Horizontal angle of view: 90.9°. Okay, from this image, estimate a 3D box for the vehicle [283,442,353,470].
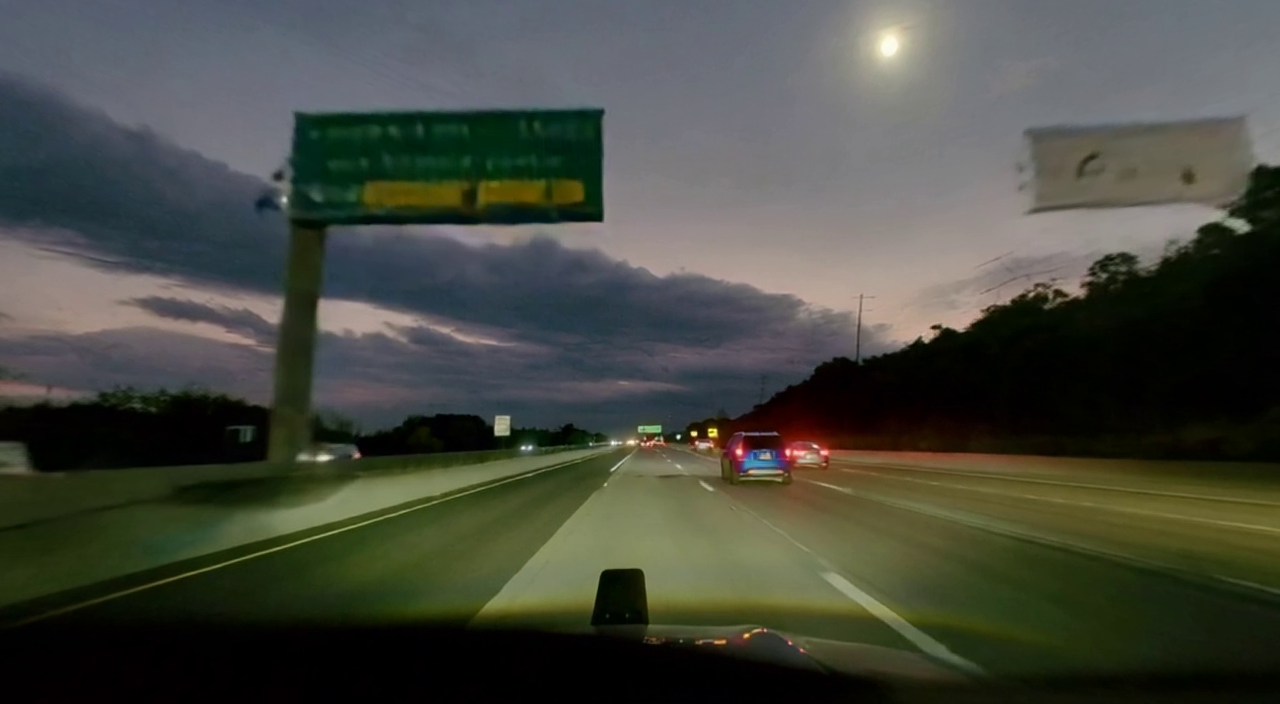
[{"bbox_3d":[-19.657,6.345,38.769,2.037,1.612,4.332,0,-8,0],"label":"vehicle"}]

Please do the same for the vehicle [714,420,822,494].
[{"bbox_3d":[3.457,2.934,17.982,2.120,1.832,4.287,0,-8,0],"label":"vehicle"}]
